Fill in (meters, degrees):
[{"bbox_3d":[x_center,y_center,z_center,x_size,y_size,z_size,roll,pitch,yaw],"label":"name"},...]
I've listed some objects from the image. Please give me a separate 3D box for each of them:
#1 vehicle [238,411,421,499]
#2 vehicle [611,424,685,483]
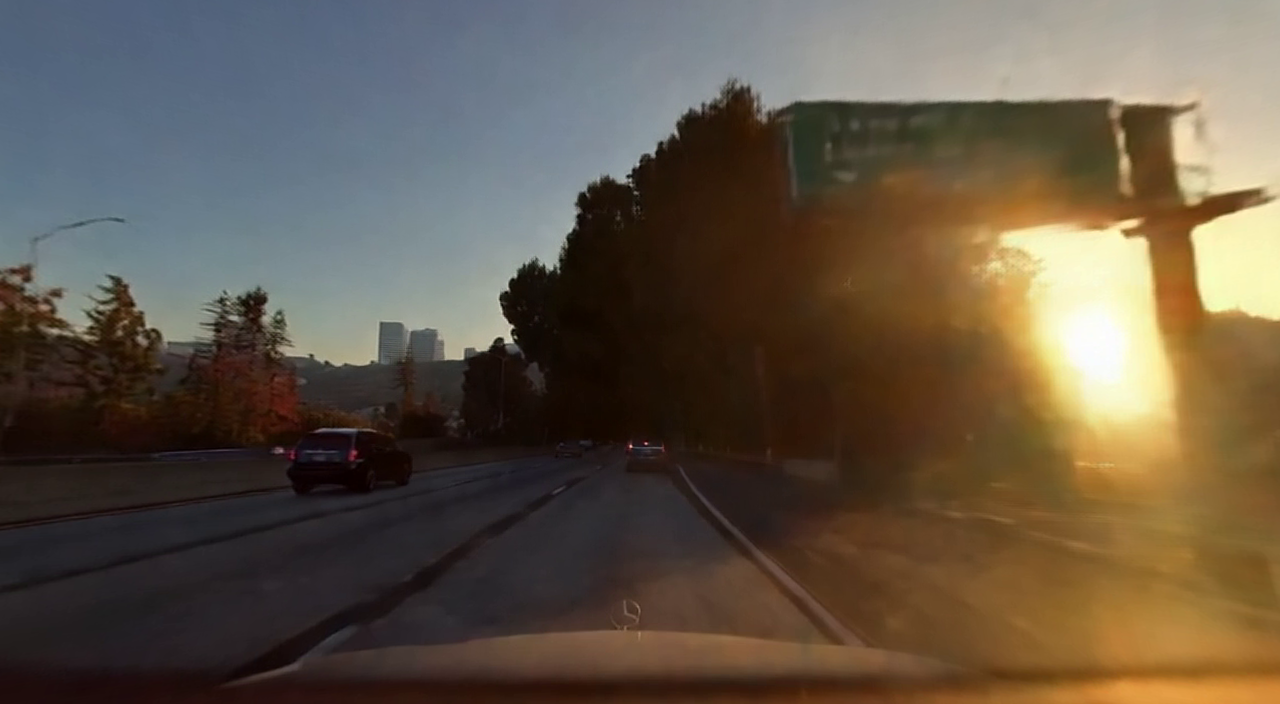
[{"bbox_3d":[-7.877,2.706,16.805,2.289,1.955,5.147,0,-9,-1],"label":"vehicle"},{"bbox_3d":[0.332,3.846,24.075,2.497,1.957,5.432,0,-9,1],"label":"vehicle"}]
